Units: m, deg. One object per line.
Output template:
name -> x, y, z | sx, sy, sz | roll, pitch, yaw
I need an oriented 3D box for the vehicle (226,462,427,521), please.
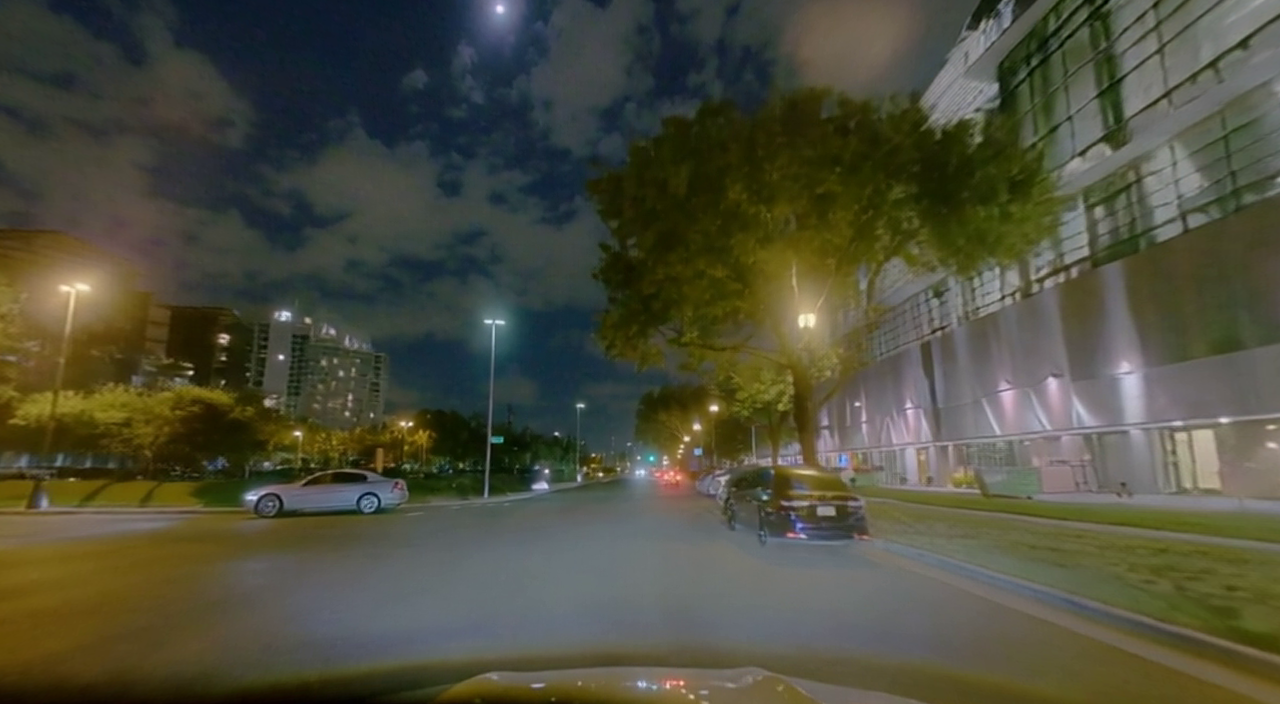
vehicle -> -8.946, 3.969, 18.216 | 4.770, 1.448, 1.983 | 9, -14, -38

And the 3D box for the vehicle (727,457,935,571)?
vehicle -> 2.752, 2.485, 10.193 | 2.073, 1.434, 3.899 | 1, -11, -1
